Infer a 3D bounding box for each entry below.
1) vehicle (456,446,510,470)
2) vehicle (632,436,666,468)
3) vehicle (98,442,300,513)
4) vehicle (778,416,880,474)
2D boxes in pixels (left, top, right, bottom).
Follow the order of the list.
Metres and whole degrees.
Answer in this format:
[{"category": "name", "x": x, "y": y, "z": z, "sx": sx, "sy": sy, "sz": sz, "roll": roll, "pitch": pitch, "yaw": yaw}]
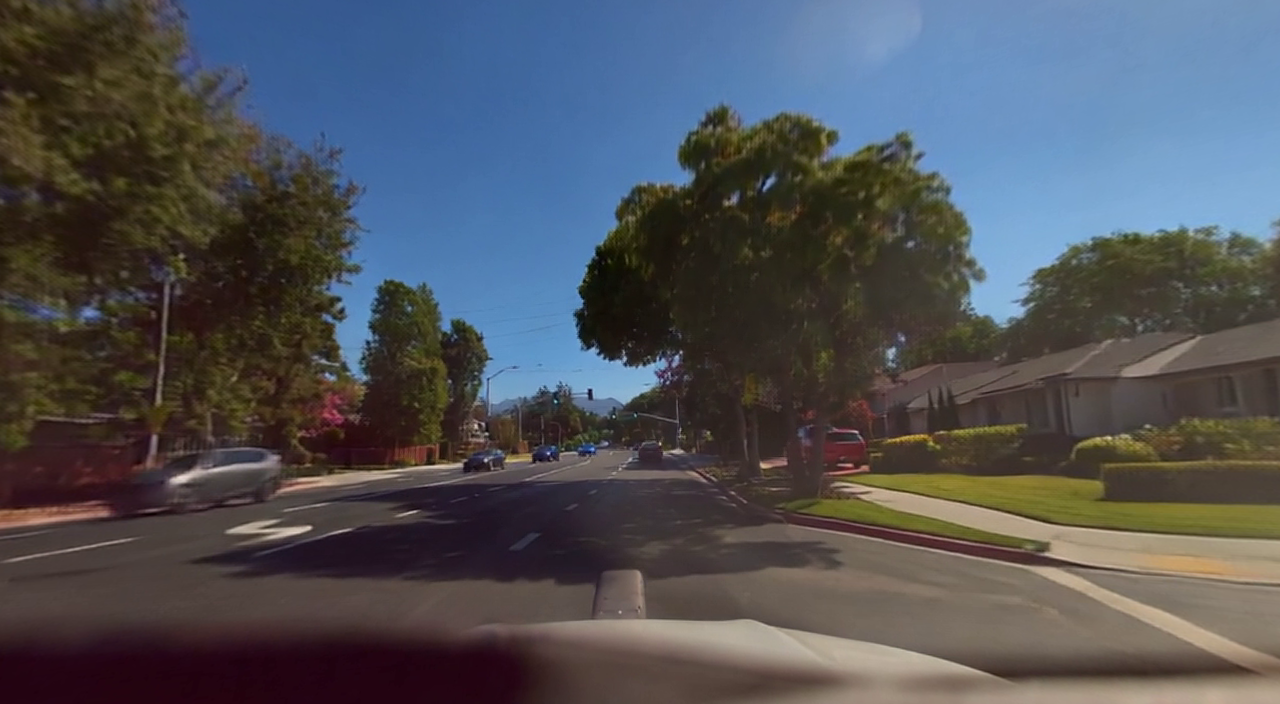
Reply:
[{"category": "vehicle", "x": -10.777, "y": 7.335, "z": 43.645, "sx": 2.176, "sy": 1.528, "sz": 4.750, "roll": -1, "pitch": -9, "yaw": 5}, {"category": "vehicle", "x": 0.580, "y": 6.441, "z": 40.809, "sx": 2.059, "sy": 1.908, "sz": 4.714, "roll": 0, "pitch": -8, "yaw": 1}, {"category": "vehicle", "x": -12.665, "y": 3.593, "z": 18.637, "sx": 2.397, "sy": 1.802, "sz": 4.855, "roll": 0, "pitch": -9, "yaw": 1}, {"category": "vehicle", "x": 8.214, "y": 4.164, "z": 28.276, "sx": 2.531, "sy": 2.263, "sz": 6.802, "roll": 0, "pitch": -9, "yaw": 1}]
